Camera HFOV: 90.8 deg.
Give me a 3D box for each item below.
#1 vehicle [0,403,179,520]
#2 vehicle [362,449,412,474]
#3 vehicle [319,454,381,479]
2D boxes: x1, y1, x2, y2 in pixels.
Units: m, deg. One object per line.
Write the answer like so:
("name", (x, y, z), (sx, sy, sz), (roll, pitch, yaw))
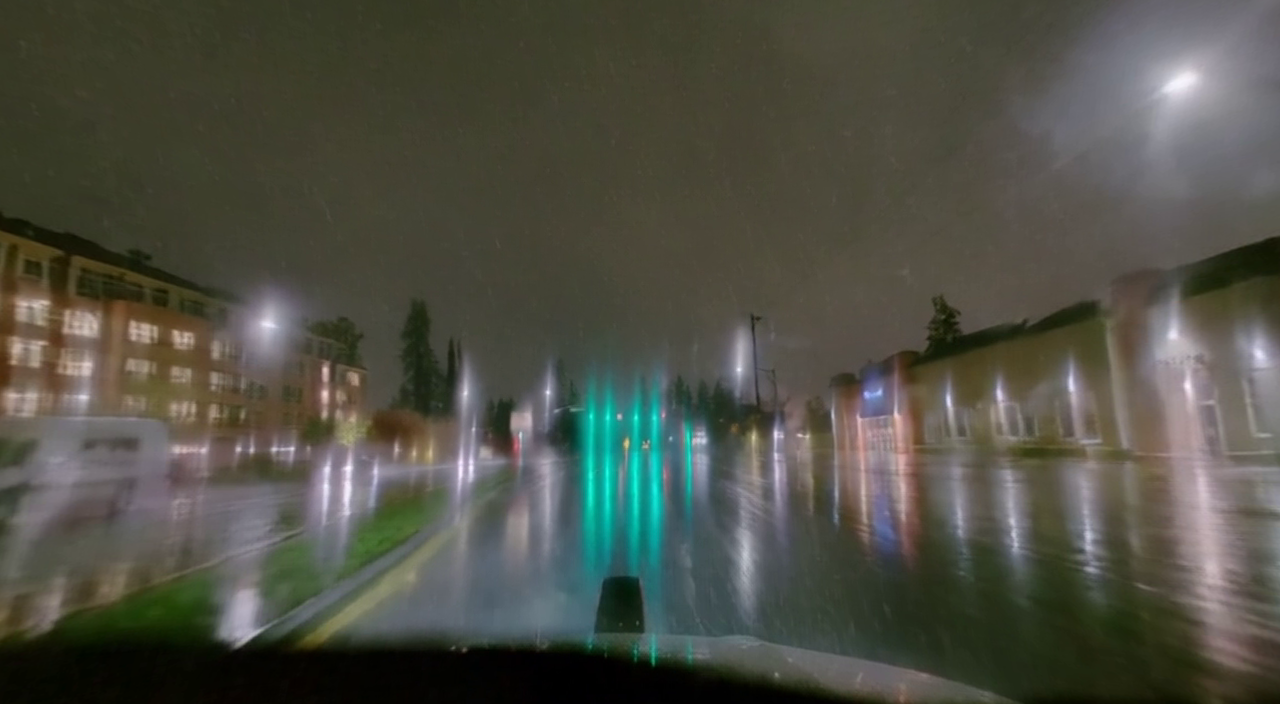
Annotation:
("vehicle", (-19.270, 3.549, 20.809), (2.834, 3.225, 6.752), (-1, -9, 2))
("vehicle", (-19.297, 8.342, 48.400), (1.976, 1.766, 4.677), (0, -9, -1))
("vehicle", (-19.194, 7.549, 42.035), (1.925, 1.485, 4.821), (0, -9, -1))
